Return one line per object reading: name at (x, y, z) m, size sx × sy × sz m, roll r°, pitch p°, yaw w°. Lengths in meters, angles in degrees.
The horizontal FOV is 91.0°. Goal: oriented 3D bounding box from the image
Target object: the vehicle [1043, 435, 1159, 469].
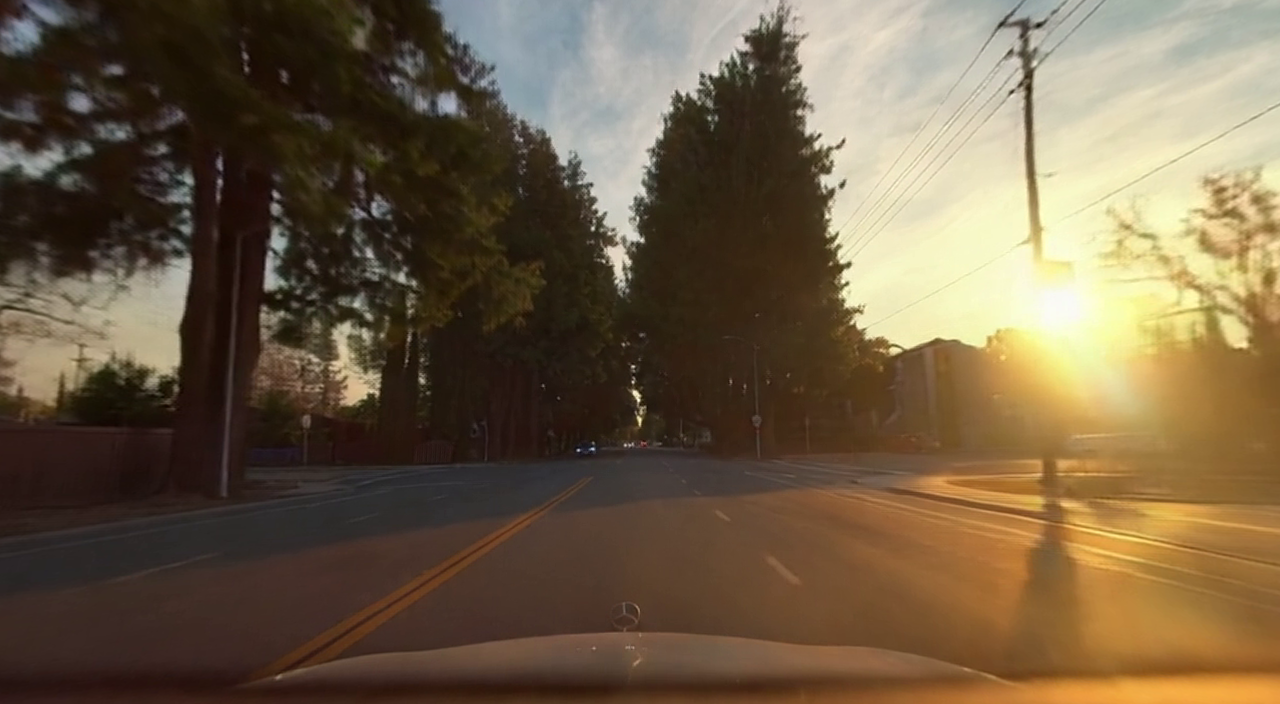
vehicle at (24.620, 5.347, 33.833) m, size 4.508 × 1.687 × 2.070 m, roll -3°, pitch -9°, yaw 19°
